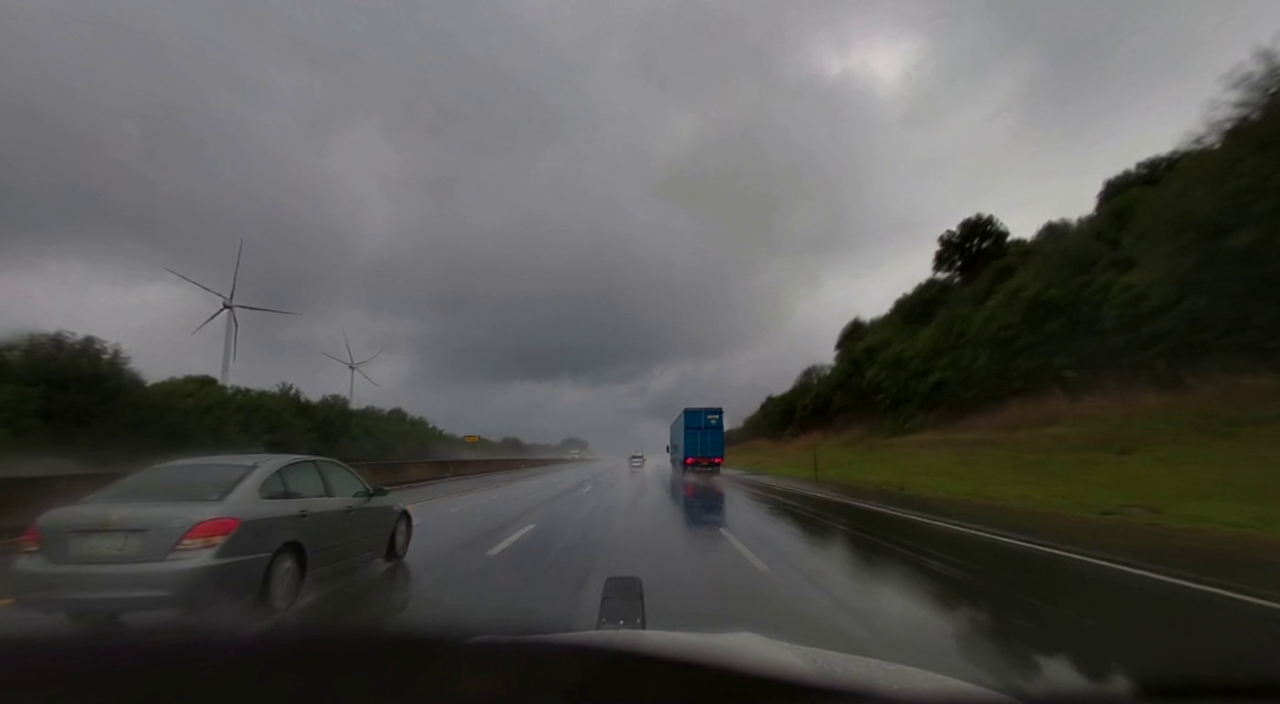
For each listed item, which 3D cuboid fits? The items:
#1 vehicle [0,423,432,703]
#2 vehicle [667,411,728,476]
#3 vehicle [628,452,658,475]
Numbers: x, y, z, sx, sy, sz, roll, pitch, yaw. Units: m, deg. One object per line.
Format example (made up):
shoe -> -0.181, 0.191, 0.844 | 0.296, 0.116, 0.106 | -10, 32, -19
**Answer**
vehicle -> -3.425, 1.442, 5.238 | 1.952, 1.521, 4.095 | 0, -9, 1
vehicle -> 3.829, 6.666, 45.786 | 2.947, 3.989, 13.568 | 0, -9, -1
vehicle -> 0.152, 7.583, 43.053 | 1.931, 1.453, 3.695 | 0, -9, -1
